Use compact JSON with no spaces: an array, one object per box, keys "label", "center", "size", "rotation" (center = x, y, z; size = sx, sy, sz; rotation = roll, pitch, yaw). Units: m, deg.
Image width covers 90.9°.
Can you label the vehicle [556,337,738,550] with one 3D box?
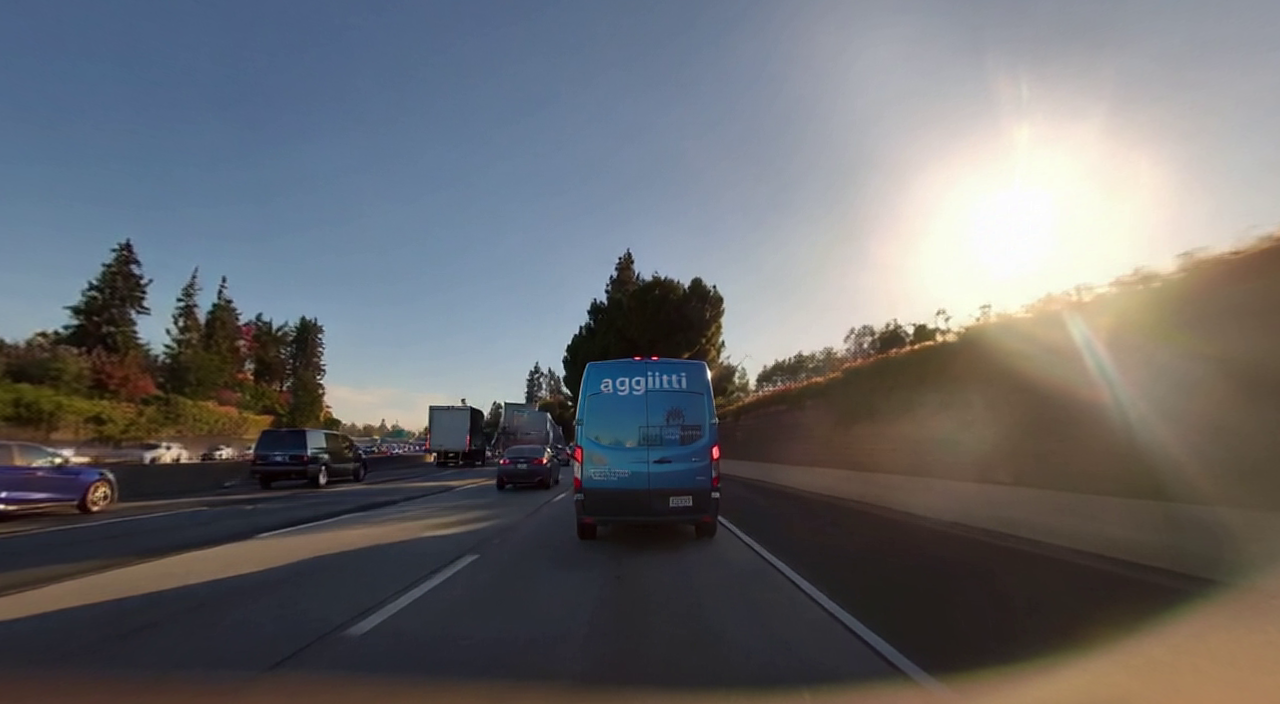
[{"label":"vehicle","center":[0.157,1.631,11.376],"size":[2.316,2.738,6.398],"rotation":[0,-8,1]}]

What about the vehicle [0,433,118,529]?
[{"label":"vehicle","center":[-11.136,2.043,9.964],"size":[1.839,1.524,4.449],"rotation":[0,-8,2]}]

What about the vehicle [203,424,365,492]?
[{"label":"vehicle","center":[-10.832,3.275,19.742],"size":[2.061,1.846,4.852],"rotation":[0,-8,3]}]

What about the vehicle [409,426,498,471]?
[{"label":"vehicle","center":[-9.775,5.140,33.727],"size":[2.566,2.158,5.957],"rotation":[-1,-8,4]}]
